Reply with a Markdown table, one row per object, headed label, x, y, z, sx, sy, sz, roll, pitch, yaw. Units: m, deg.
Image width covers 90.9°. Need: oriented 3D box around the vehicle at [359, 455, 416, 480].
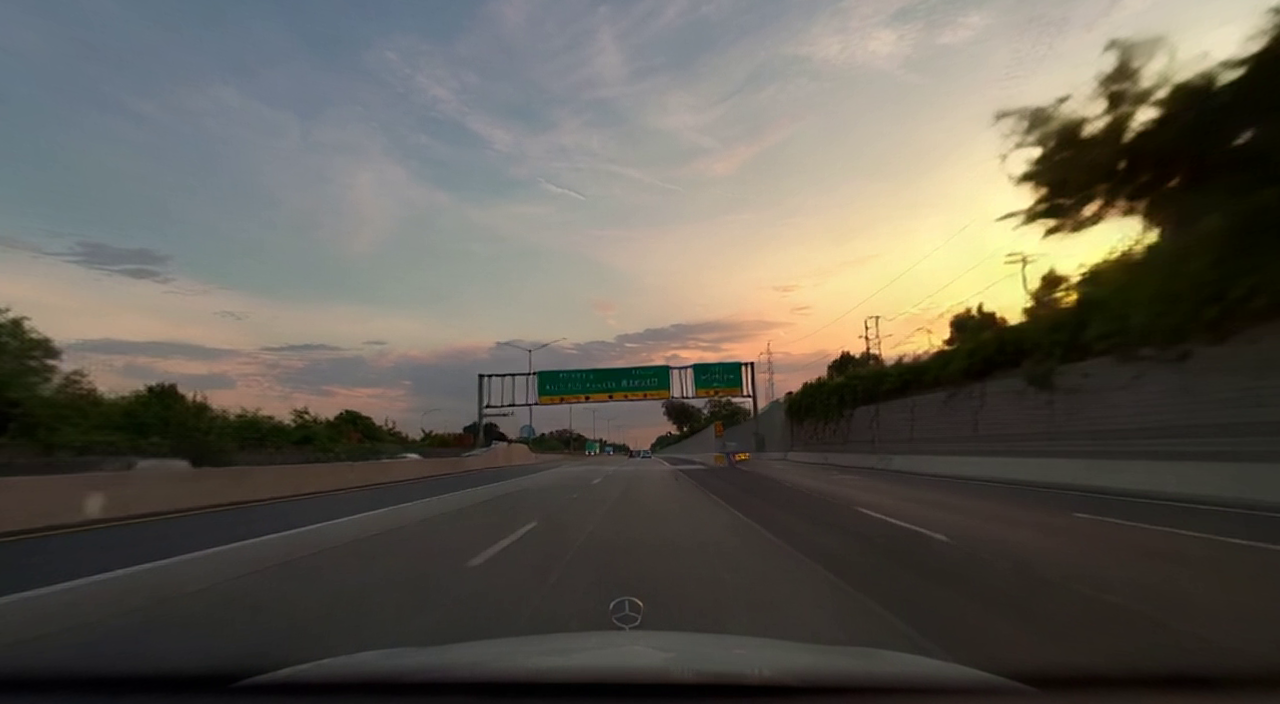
| label | x | y | z | sx | sy | sz | roll | pitch | yaw |
| --- | --- | --- | --- | --- | --- | --- | --- | --- | --- |
| vehicle | -16.499 | 7.536 | 41.387 | 1.900 | 1.457 | 4.449 | -1 | -9 | 0 |
